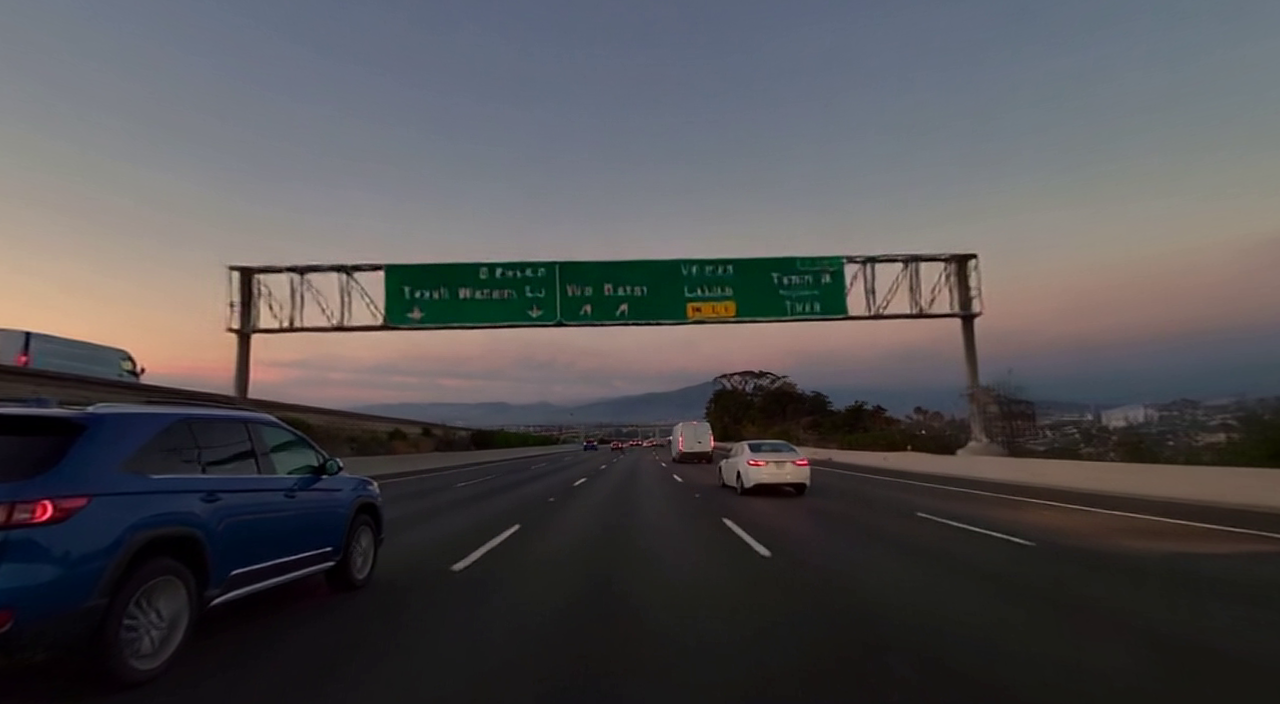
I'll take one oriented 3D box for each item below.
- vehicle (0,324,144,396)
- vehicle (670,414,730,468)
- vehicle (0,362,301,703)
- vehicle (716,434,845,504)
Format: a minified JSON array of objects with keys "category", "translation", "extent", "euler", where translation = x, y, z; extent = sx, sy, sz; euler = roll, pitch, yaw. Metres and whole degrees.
[{"category":"vehicle","translation":[-18.404,0.370,19.460],"extent":[2.044,1.573,4.964],"euler":[0,-8,3]},{"category":"vehicle","translation":[3.255,5.058,35.797],"extent":[2.629,2.718,6.740],"euler":[0,-8,-1]},{"category":"vehicle","translation":[-4.021,0.949,3.454],"extent":[2.000,1.646,4.201],"euler":[0,-8,0]},{"category":"vehicle","translation":[3.392,2.944,16.446],"extent":[2.108,1.509,5.059],"euler":[0,-8,-1]}]
